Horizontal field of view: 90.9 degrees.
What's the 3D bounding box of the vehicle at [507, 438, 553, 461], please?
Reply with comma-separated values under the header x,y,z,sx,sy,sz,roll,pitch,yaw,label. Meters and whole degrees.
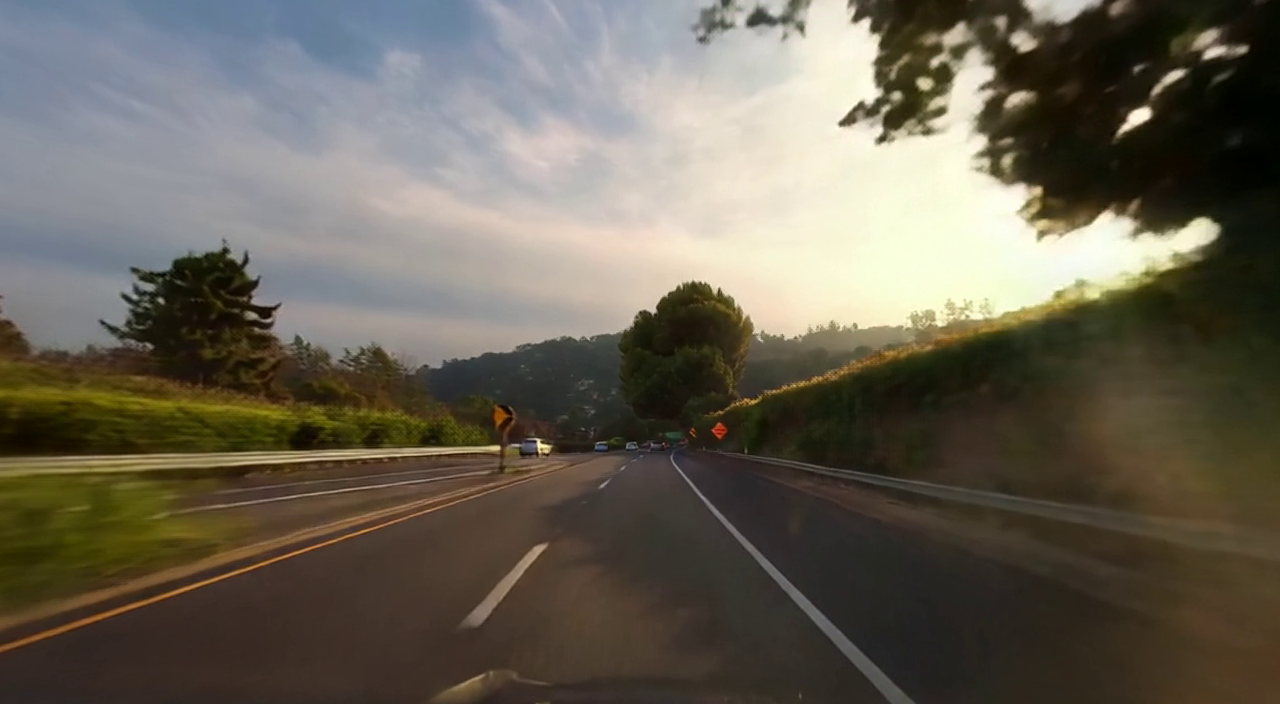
x,y,z,sx,sy,sz,roll,pitch,yaw,label
-8.035,7.130,46.392,2.141,1.612,3.998,-1,-8,9,vehicle
